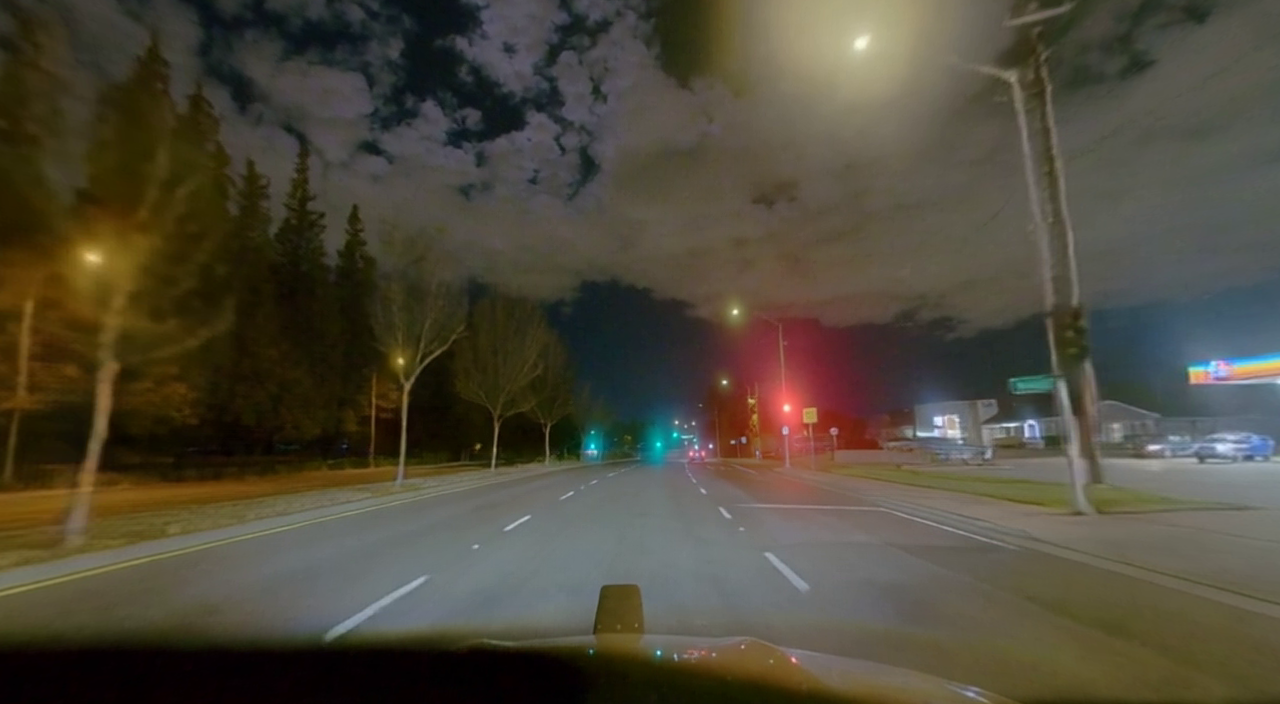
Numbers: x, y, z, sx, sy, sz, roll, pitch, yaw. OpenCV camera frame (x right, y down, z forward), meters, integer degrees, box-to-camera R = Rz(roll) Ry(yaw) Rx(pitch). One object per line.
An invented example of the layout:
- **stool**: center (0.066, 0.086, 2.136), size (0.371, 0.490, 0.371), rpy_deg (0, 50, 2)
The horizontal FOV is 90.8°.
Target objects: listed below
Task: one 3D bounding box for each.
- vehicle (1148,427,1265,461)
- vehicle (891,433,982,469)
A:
- **vehicle**: center (31.586, 5.152, 35.455), size (2.045, 1.778, 4.517), rpy_deg (1, -9, -6)
- **vehicle**: center (14.091, 4.756, 29.900), size (4.744, 1.475, 2.008), rpy_deg (9, -16, -41)
